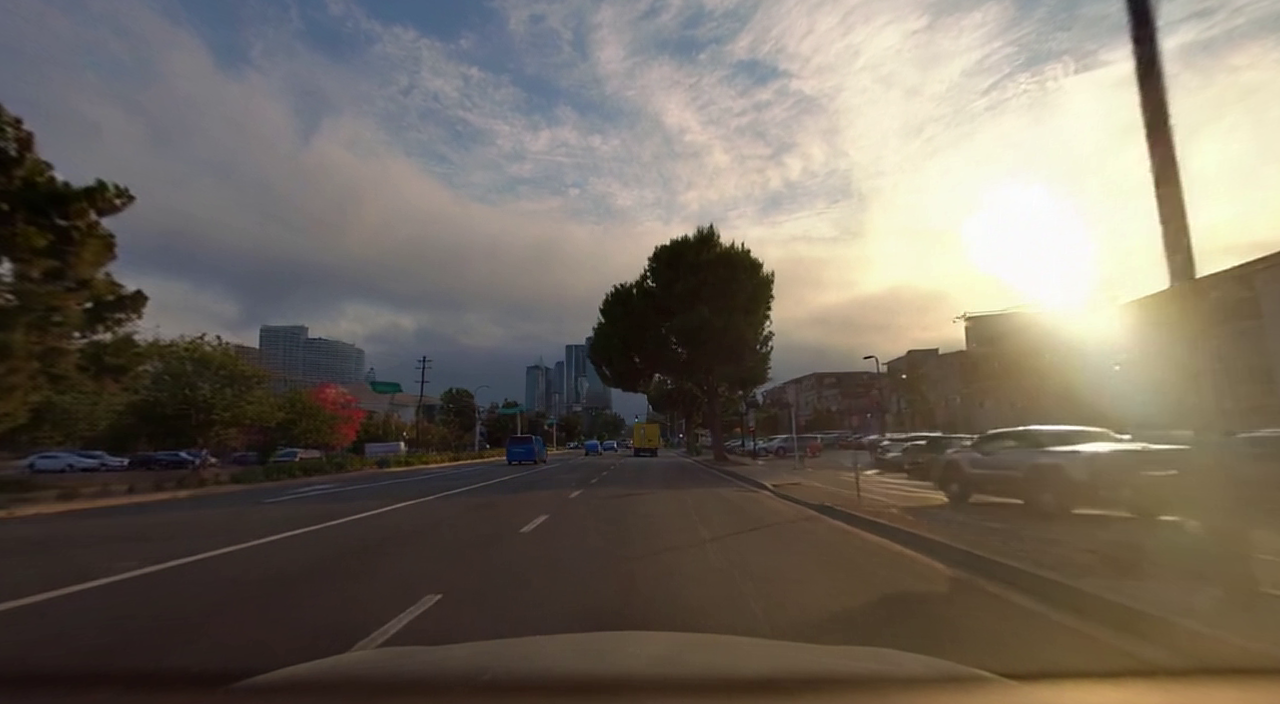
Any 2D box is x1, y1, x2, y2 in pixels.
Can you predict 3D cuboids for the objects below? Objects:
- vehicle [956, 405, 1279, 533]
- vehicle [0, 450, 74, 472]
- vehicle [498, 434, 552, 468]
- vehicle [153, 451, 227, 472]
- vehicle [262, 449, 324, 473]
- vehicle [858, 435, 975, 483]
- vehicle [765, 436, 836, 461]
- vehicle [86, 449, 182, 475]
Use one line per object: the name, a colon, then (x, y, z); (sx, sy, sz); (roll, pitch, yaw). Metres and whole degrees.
vehicle: (8.093, 1.974, 11.182); (2.057, 1.750, 4.679); (1, -9, -8)
vehicle: (-45.958, 8.212, 47.628); (4.399, 1.597, 1.847); (0, -9, 0)
vehicle: (-6.782, 5.942, 37.911); (2.149, 1.893, 5.187); (0, -8, 1)
vehicle: (-33.474, 8.134, 46.960); (4.071, 1.495, 1.741); (0, -8, -1)
vehicle: (-25.896, 8.112, 47.203); (1.918, 1.687, 4.653); (0, -9, 1)
vehicle: (9.561, 3.734, 22.329); (2.097, 1.497, 4.685); (0, -9, 1)
vehicle: (11.554, 6.991, 45.662); (4.655, 1.688, 1.876); (0, -9, 1)
vehicle: (-33.486, 7.297, 41.801); (4.462, 1.613, 2.046); (0, -9, -2)
